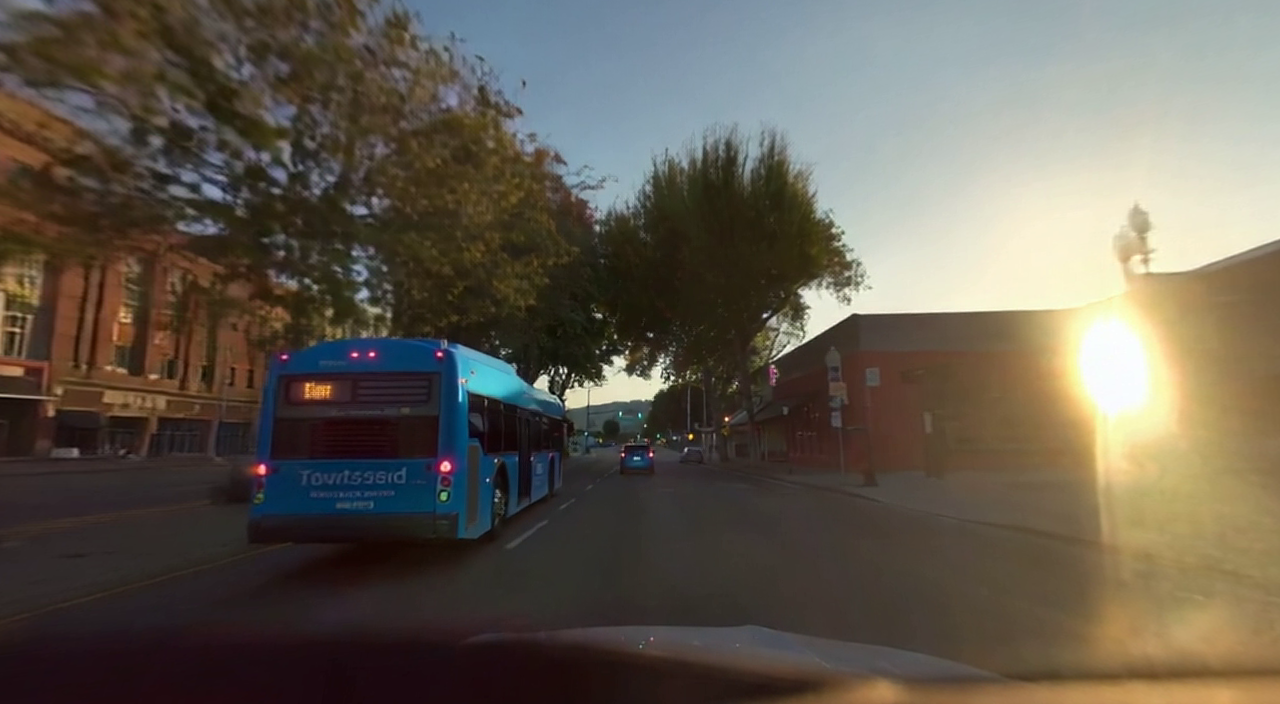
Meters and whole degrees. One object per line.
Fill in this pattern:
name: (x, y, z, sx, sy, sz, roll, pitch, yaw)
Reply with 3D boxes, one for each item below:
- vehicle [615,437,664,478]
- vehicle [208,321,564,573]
vehicle: (0.004, 4.868, 29.369, 2.120, 1.727, 3.917, 0, -8, 1)
vehicle: (-3.435, 1.613, 11.622, 2.920, 2.884, 8.588, 1, -7, 0)
